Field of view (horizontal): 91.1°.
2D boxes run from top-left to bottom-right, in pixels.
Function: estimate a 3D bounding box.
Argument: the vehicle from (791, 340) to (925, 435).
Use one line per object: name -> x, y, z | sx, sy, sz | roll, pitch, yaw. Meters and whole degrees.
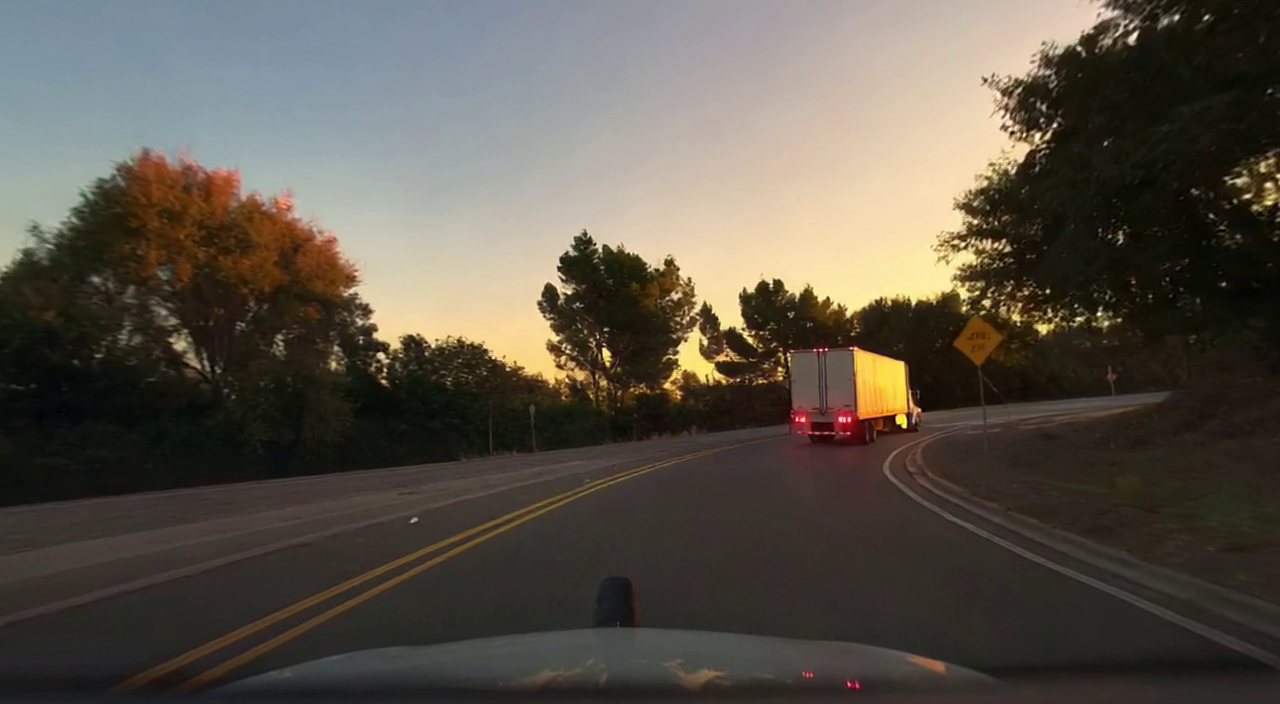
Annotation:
vehicle -> 10.668, 2.034, 29.756 | 2.837, 3.712, 10.484 | -6, -10, 36
